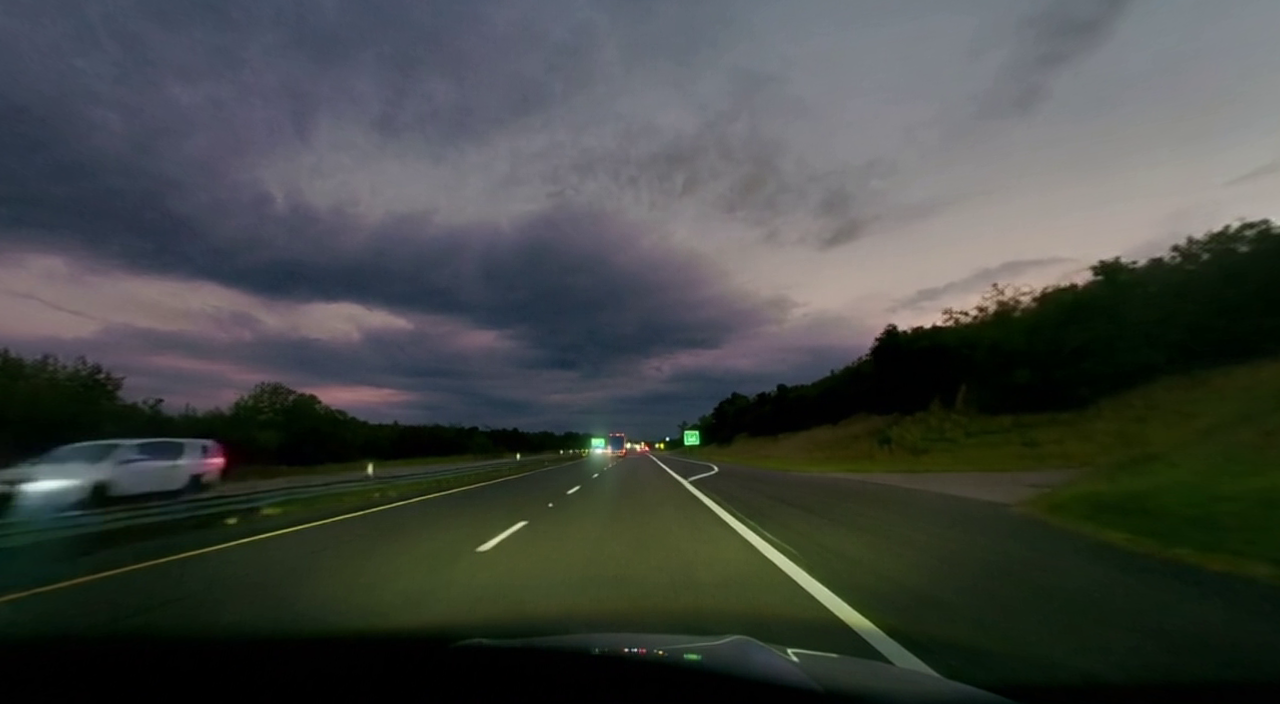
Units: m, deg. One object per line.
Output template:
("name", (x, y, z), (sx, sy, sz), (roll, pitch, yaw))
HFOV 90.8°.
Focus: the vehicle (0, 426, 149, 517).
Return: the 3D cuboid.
("vehicle", (-12.197, 2.327, 12.569), (1.975, 1.575, 3.441), (0, -9, 0))
